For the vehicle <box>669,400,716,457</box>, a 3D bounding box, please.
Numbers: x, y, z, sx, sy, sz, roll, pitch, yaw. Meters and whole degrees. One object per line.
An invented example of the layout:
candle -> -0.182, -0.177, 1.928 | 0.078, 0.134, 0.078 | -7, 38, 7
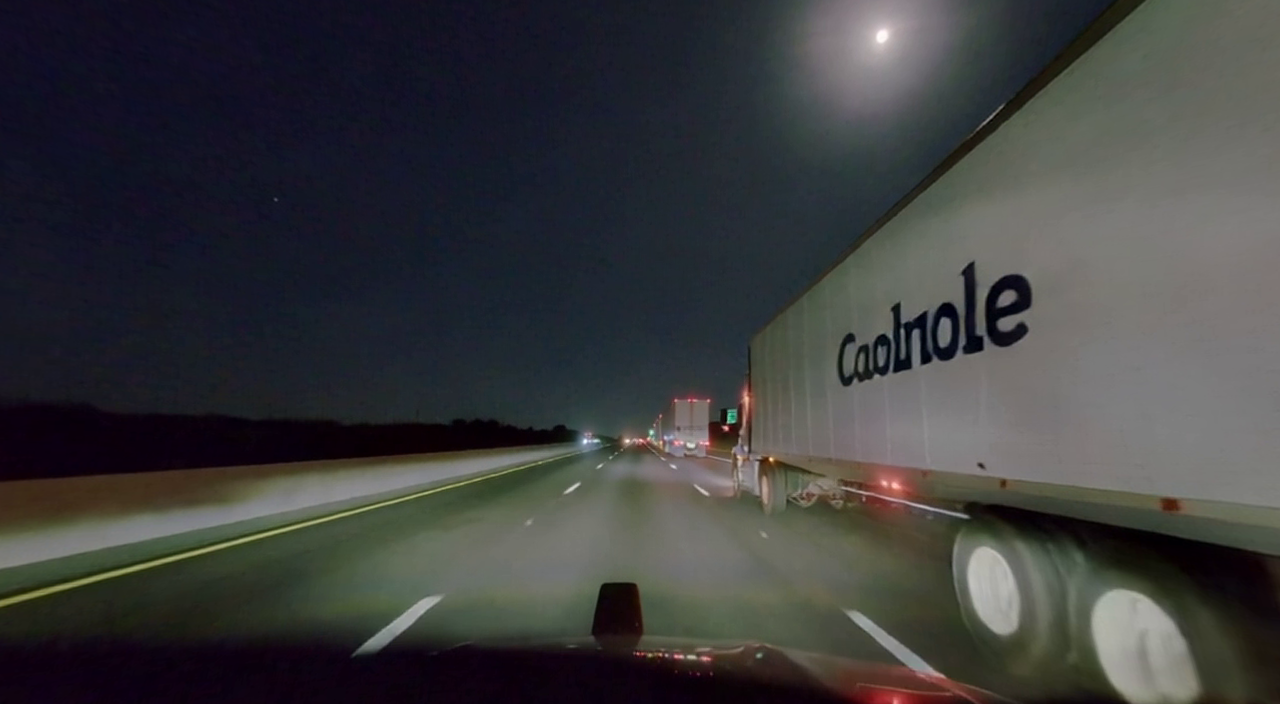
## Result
vehicle -> 3.884, 5.999, 48.583 | 2.840, 3.947, 8.920 | 0, -8, 0
